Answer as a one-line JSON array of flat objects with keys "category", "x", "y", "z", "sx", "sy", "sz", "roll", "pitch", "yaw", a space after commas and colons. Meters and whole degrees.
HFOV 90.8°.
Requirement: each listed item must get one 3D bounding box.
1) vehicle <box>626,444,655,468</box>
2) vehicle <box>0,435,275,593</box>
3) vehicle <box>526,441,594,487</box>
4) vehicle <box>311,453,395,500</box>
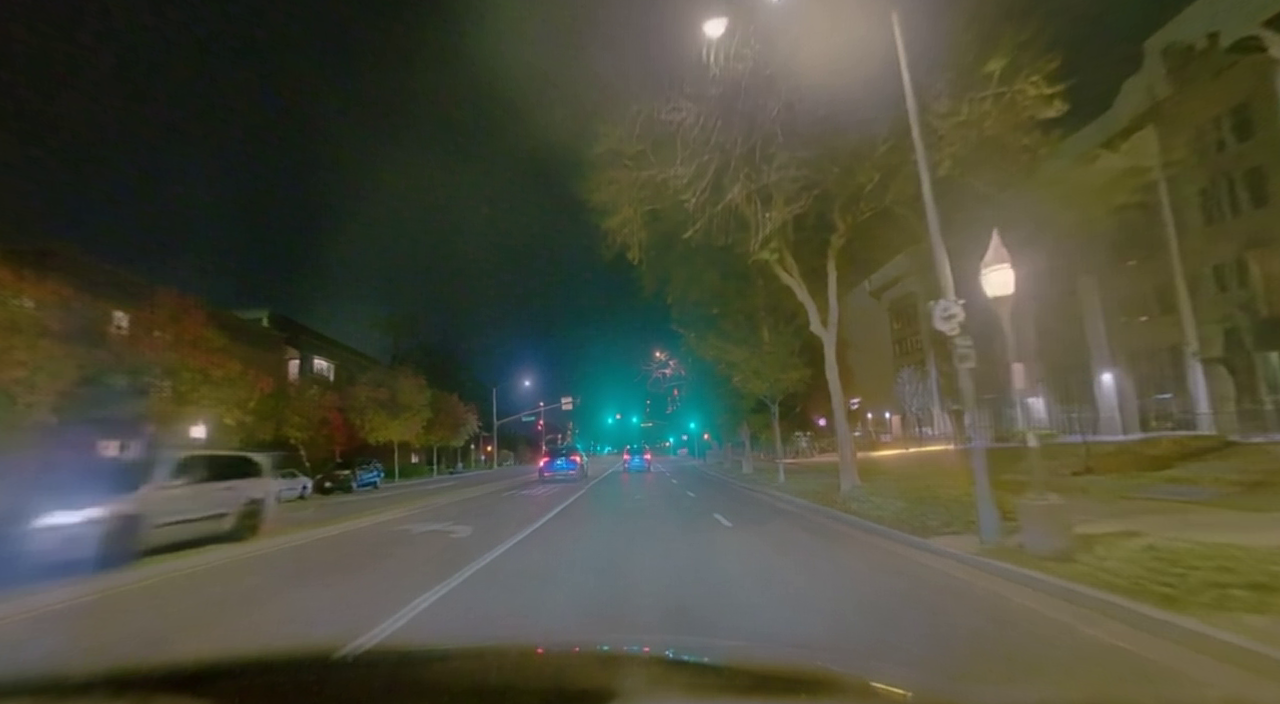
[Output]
[{"category": "vehicle", "x": -0.005, "y": 7.936, "z": 48.329, "sx": 2.088, "sy": 1.735, "sz": 4.801, "roll": 0, "pitch": -9, "yaw": -1}, {"category": "vehicle", "x": -7.891, "y": 2.226, "z": 9.462, "sx": 2.084, "sy": 1.731, "sz": 4.595, "roll": -4, "pitch": -9, "yaw": 1}, {"category": "vehicle", "x": -3.226, "y": 4.606, "z": 26.338, "sx": 2.097, "sy": 1.755, "sz": 4.336, "roll": 0, "pitch": -9, "yaw": 2}, {"category": "vehicle", "x": -14.158, "y": 6.114, "z": 31.483, "sx": 1.996, "sy": 1.886, "sz": 4.692, "roll": -5, "pitch": -9, "yaw": 0}]
